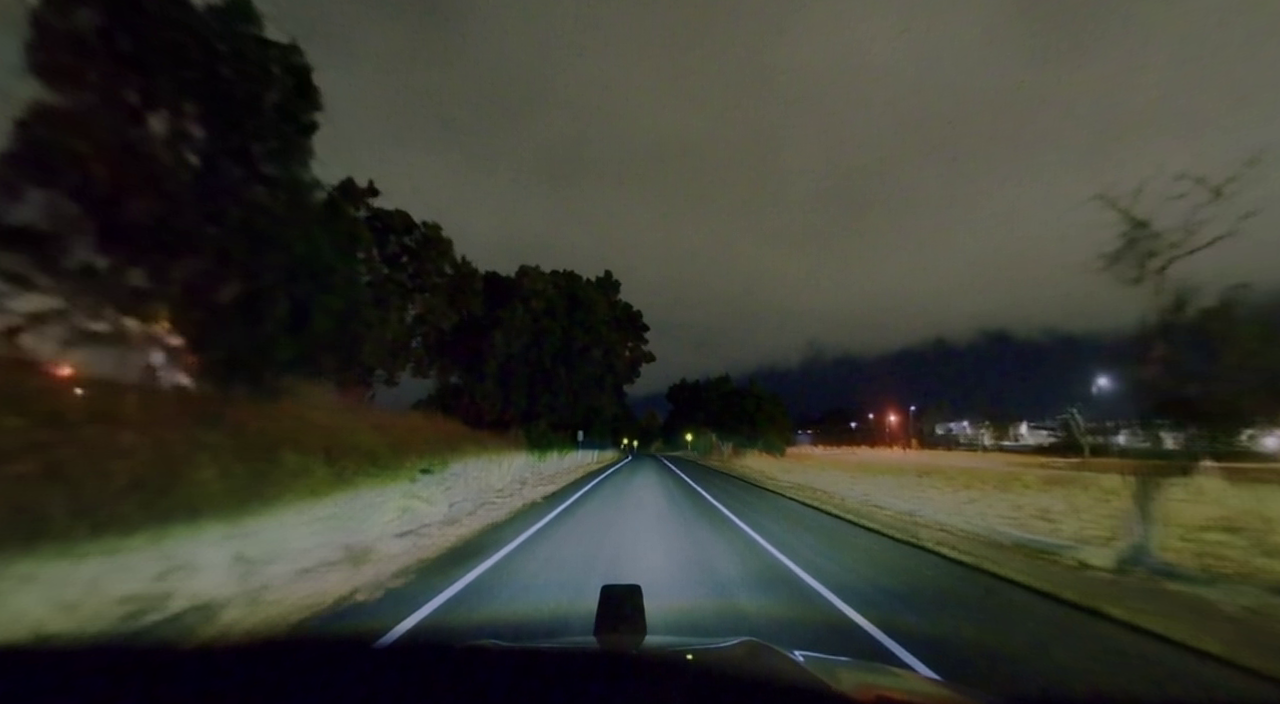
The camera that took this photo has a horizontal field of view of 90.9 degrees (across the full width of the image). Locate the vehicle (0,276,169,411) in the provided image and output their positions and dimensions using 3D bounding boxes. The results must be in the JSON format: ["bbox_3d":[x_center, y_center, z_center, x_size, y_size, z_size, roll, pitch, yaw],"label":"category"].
[{"bbox_3d":[-24.448,-0.738,21.478,3.314,4.163,16.558,-1,-10,3],"label":"vehicle"}]

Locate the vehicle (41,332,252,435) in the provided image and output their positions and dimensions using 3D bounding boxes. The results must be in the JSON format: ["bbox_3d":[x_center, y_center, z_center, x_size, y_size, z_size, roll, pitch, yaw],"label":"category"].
[{"bbox_3d":[-23.527,1.809,31.004,3.022,4.324,8.607,-1,-6,3],"label":"vehicle"}]
